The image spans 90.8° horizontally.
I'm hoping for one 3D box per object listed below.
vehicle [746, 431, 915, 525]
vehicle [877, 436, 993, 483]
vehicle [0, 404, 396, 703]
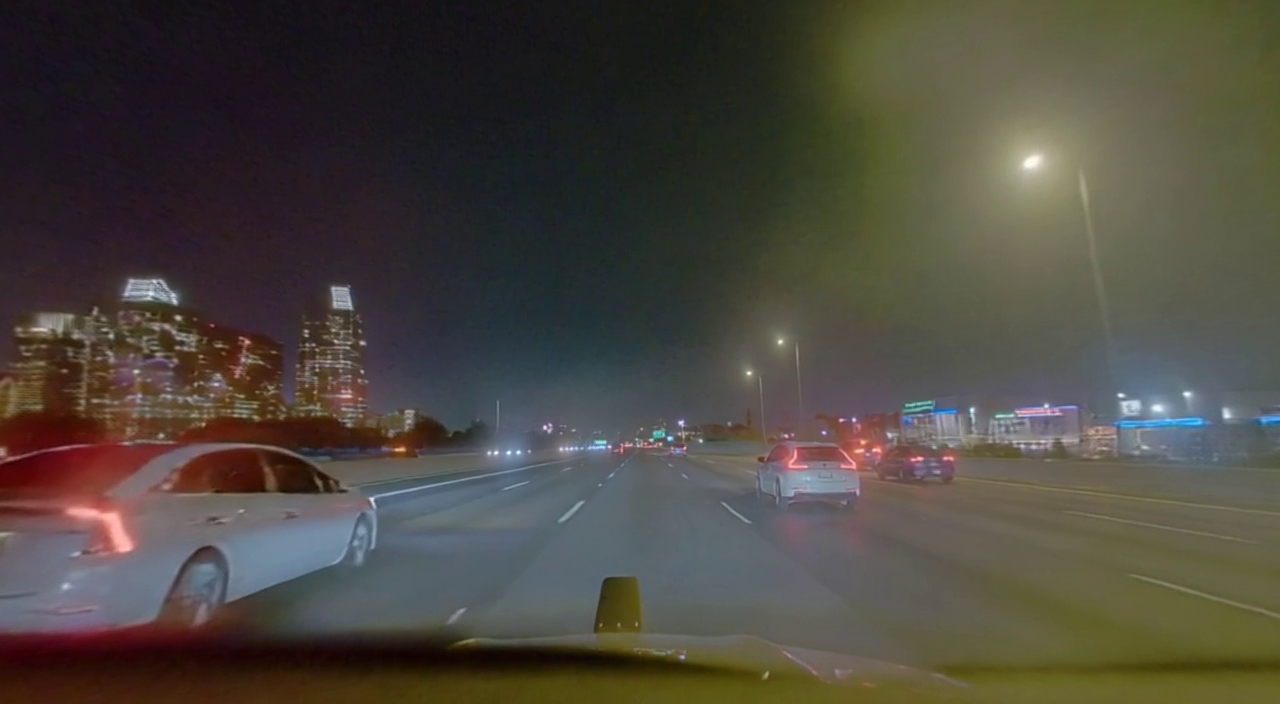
[{"bbox_3d":[3.463,2.365,12.409,1.961,1.504,4.094,0,-8,-1],"label":"vehicle"},{"bbox_3d":[10.401,3.816,22.681,2.019,1.529,4.385,0,-8,-1],"label":"vehicle"},{"bbox_3d":[-3.506,1.239,4.220,1.975,1.536,4.295,0,-8,1],"label":"vehicle"}]
